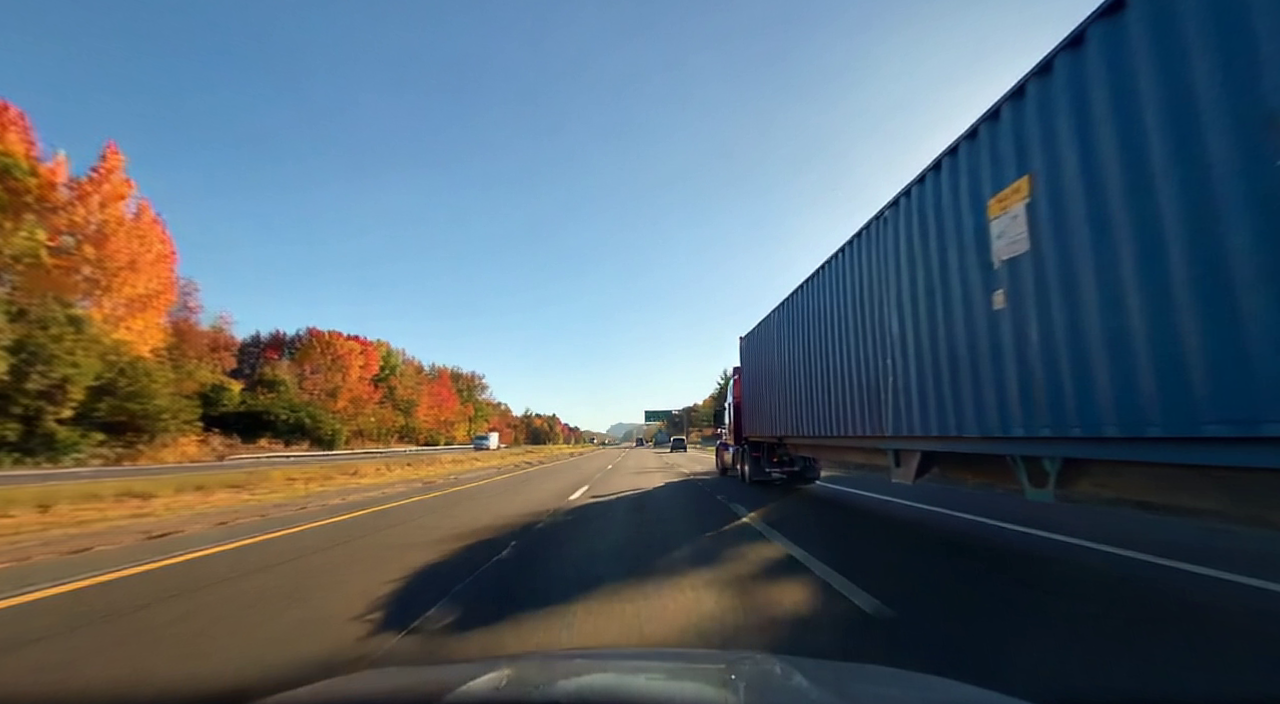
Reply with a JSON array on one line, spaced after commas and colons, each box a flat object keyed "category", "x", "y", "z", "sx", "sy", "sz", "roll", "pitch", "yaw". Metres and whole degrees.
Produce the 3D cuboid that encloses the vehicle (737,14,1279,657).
[{"category": "vehicle", "x": 4.027, "y": 0.682, "z": 10.317, "sx": 2.903, "sy": 4.003, "sz": 13.046, "roll": 0, "pitch": -8, "yaw": 1}]
